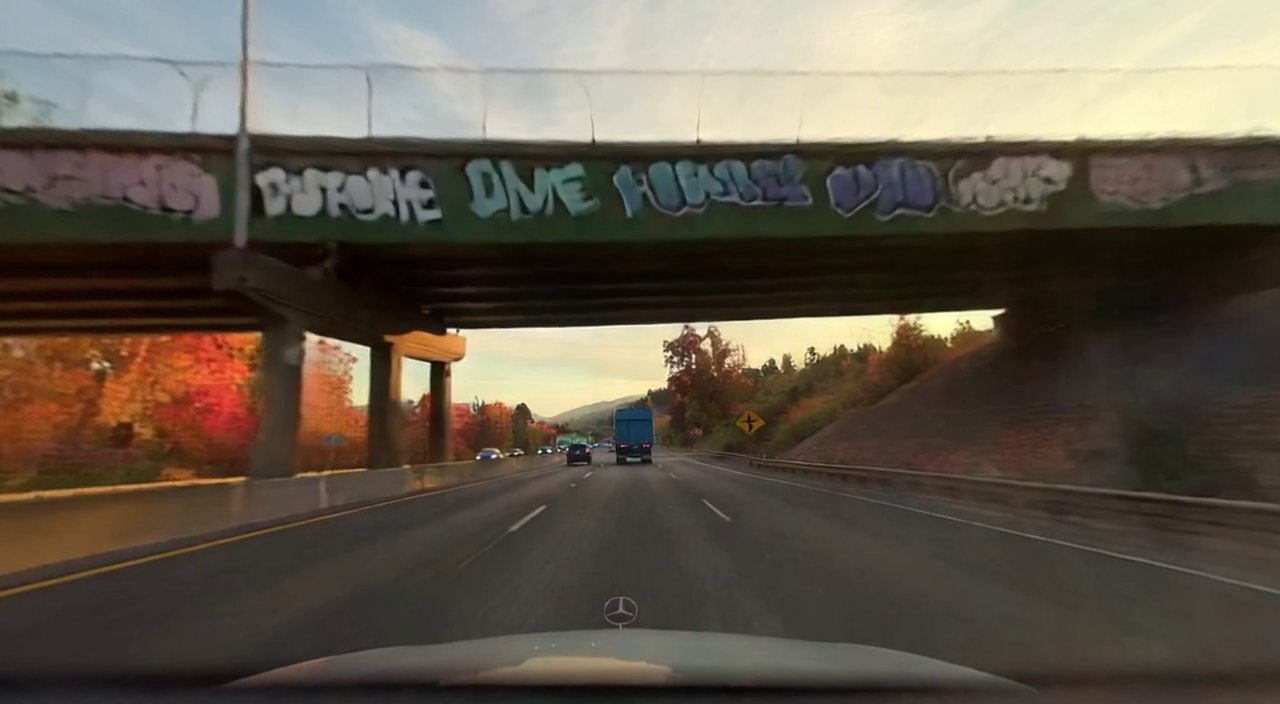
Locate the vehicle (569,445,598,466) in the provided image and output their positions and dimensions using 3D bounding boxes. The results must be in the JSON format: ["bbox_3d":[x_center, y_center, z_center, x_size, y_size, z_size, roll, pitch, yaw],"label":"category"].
[{"bbox_3d":[-4.275,7.938,48.093,1.892,1.529,3.996,0,-9,-1],"label":"vehicle"}]
